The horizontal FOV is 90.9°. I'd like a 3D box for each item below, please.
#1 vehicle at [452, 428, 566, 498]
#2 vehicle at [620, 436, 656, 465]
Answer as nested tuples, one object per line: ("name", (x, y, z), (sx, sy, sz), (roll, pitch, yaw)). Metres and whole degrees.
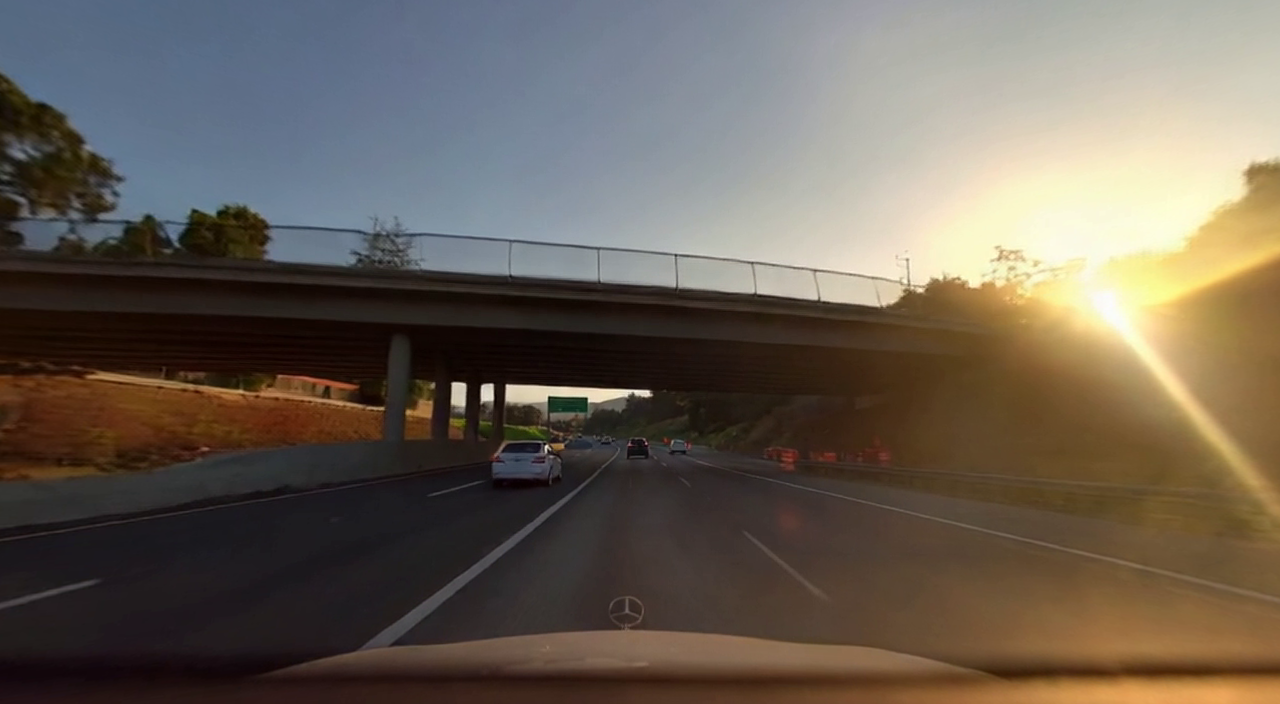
("vehicle", (-3.437, 3.014, 17.625), (2.114, 1.650, 4.730), (0, -8, 1))
("vehicle", (-0.167, 6.533, 42.088), (2.328, 1.805, 4.502), (0, -8, -1))
